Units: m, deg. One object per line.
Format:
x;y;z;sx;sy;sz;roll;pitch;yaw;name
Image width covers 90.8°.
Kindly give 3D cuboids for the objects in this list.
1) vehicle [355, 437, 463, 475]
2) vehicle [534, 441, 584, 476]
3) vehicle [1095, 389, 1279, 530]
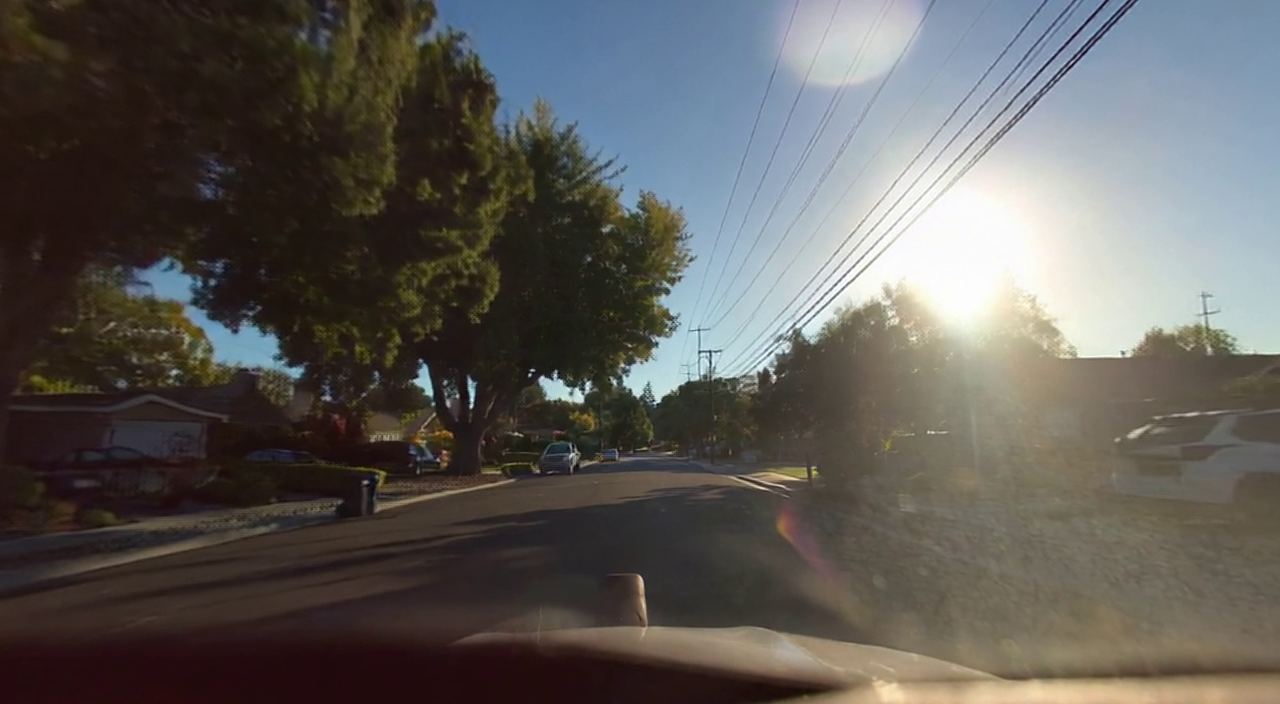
-12.547;5.698;34.609;5.033;1.997;2.126;0;-9;0;vehicle
-5.558;7.477;44.358;2.739;2.164;6.065;-2;-10;-1;vehicle
10.676;1.591;9.569;5.693;1.886;2.235;0;-9;2;vehicle
